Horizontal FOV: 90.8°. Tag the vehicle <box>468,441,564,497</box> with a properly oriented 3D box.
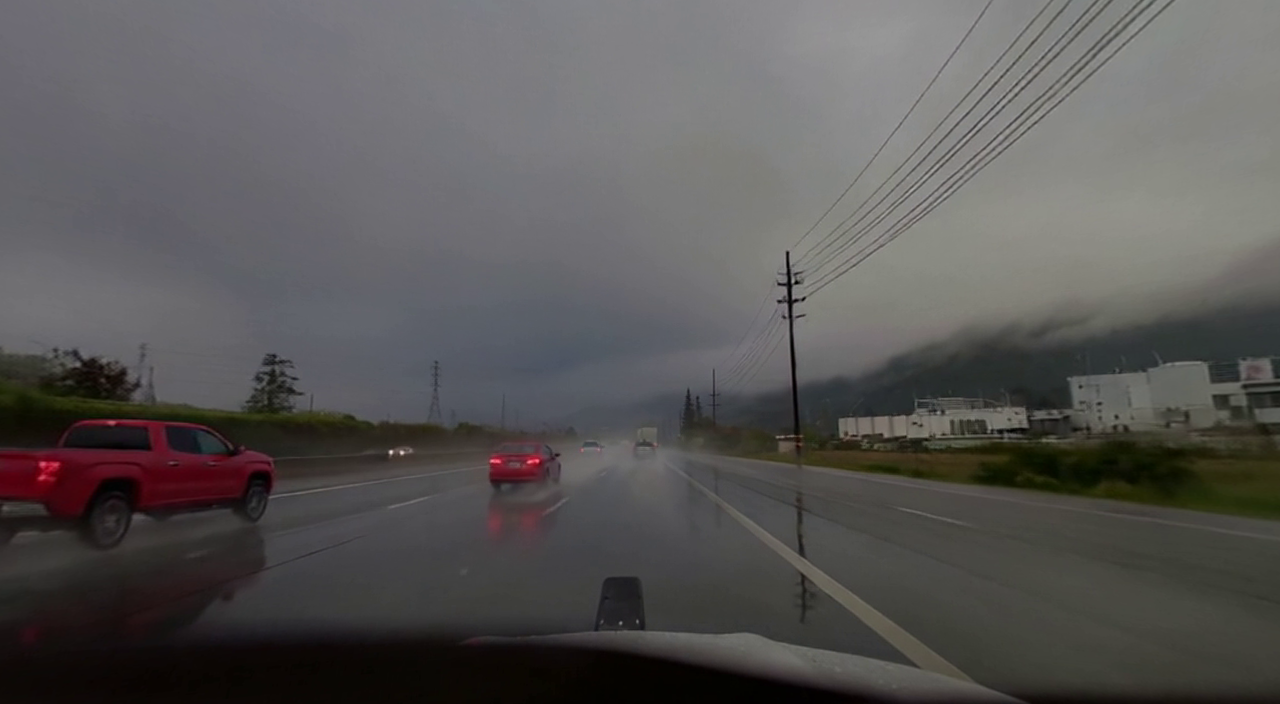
[{"bbox_3d":[-3.519,3.395,18.773,1.938,1.444,4.206,0,-9,1],"label":"vehicle"}]

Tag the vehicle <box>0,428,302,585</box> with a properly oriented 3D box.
[{"bbox_3d":[-6.872,1.853,8.537,1.959,1.496,4.740,0,-9,0],"label":"vehicle"}]

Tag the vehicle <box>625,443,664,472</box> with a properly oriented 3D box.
[{"bbox_3d":[0.266,5.841,35.232,2.030,1.471,4.115,0,-9,0],"label":"vehicle"}]

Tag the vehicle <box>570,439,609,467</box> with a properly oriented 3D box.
[{"bbox_3d":[-3.337,6.833,42.983,2.244,1.752,4.439,0,-9,1],"label":"vehicle"}]
